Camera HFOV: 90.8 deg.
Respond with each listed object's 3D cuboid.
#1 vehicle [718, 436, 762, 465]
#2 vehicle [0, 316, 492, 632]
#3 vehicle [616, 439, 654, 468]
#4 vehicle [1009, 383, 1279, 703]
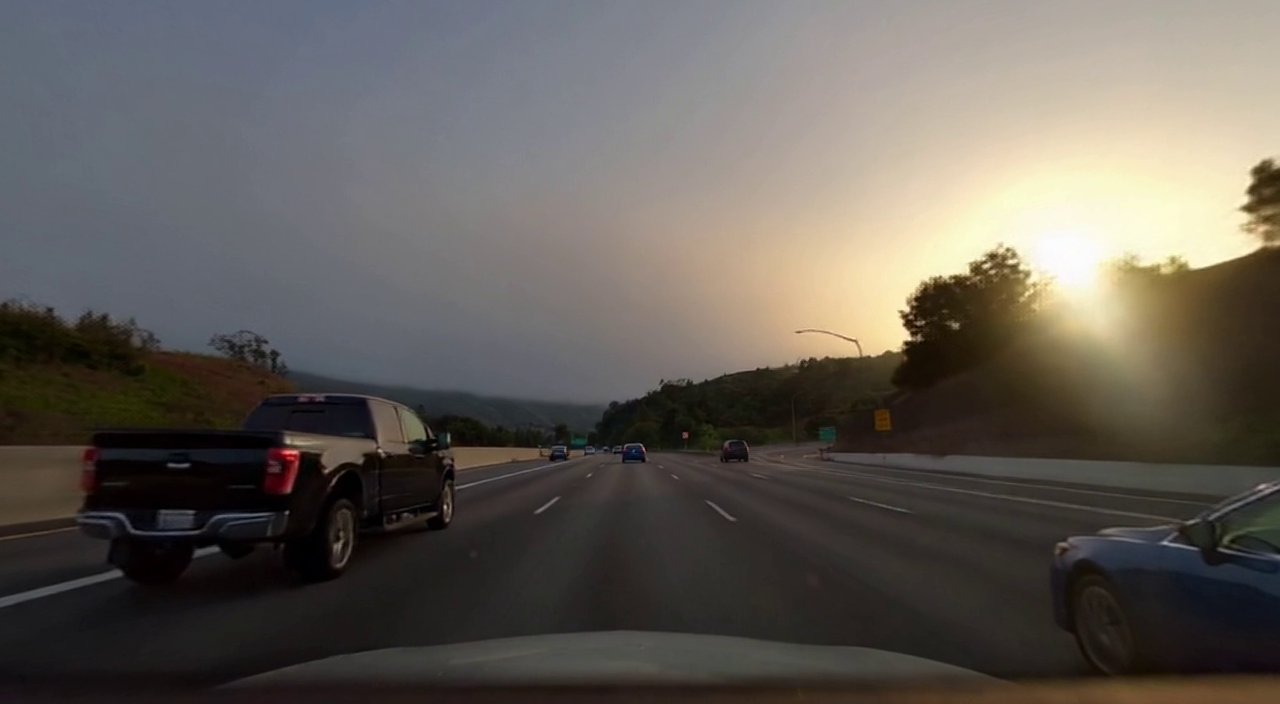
[{"bbox_3d":[6.830,6.811,43.844,2.103,1.898,5.310,0,-9,-1],"label":"vehicle"},{"bbox_3d":[-3.746,1.268,7.412,2.592,2.179,6.034,0,-9,0],"label":"vehicle"},{"bbox_3d":[-0.335,6.227,38.828,2.157,1.642,4.189,0,-9,-1],"label":"vehicle"},{"bbox_3d":[3.059,0.704,0.999,2.072,1.501,4.694,0,-9,-1],"label":"vehicle"}]
